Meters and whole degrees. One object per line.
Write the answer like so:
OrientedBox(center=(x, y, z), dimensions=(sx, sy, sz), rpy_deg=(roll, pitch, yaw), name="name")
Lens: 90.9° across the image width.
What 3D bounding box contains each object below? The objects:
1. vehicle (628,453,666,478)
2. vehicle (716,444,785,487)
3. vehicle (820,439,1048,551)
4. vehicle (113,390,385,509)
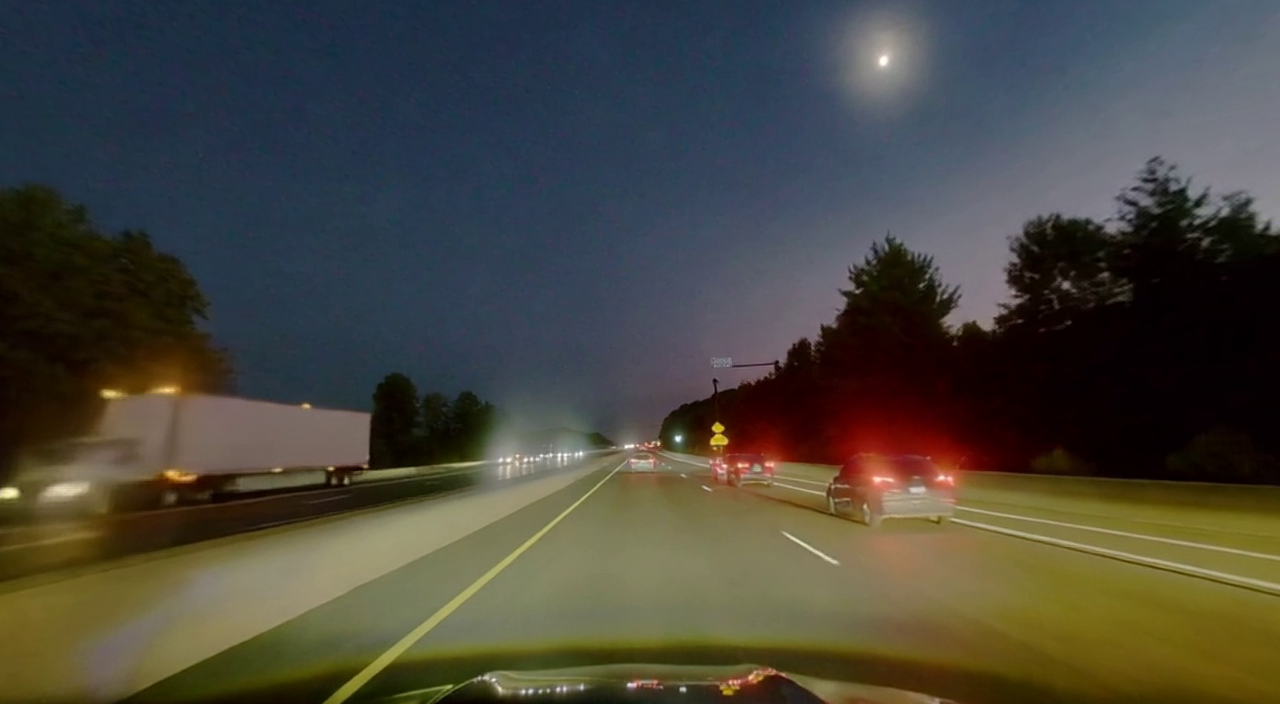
OrientedBox(center=(0.391, 6.378, 35.642), dimensions=(2.012, 1.320, 3.777), rpy_deg=(0, -9, 0), name="vehicle")
OrientedBox(center=(4.511, 4.693, 26.356), dimensions=(1.969, 1.639, 4.472), rpy_deg=(0, -9, -1), name="vehicle")
OrientedBox(center=(4.573, 2.259, 10.567), dimensions=(1.952, 1.495, 3.740), rpy_deg=(0, -9, -1), name="vehicle")
OrientedBox(center=(-16.614, 4.569, 29.475), dimensions=(2.898, 4.087, 15.230), rpy_deg=(0, -9, 0), name="vehicle")
